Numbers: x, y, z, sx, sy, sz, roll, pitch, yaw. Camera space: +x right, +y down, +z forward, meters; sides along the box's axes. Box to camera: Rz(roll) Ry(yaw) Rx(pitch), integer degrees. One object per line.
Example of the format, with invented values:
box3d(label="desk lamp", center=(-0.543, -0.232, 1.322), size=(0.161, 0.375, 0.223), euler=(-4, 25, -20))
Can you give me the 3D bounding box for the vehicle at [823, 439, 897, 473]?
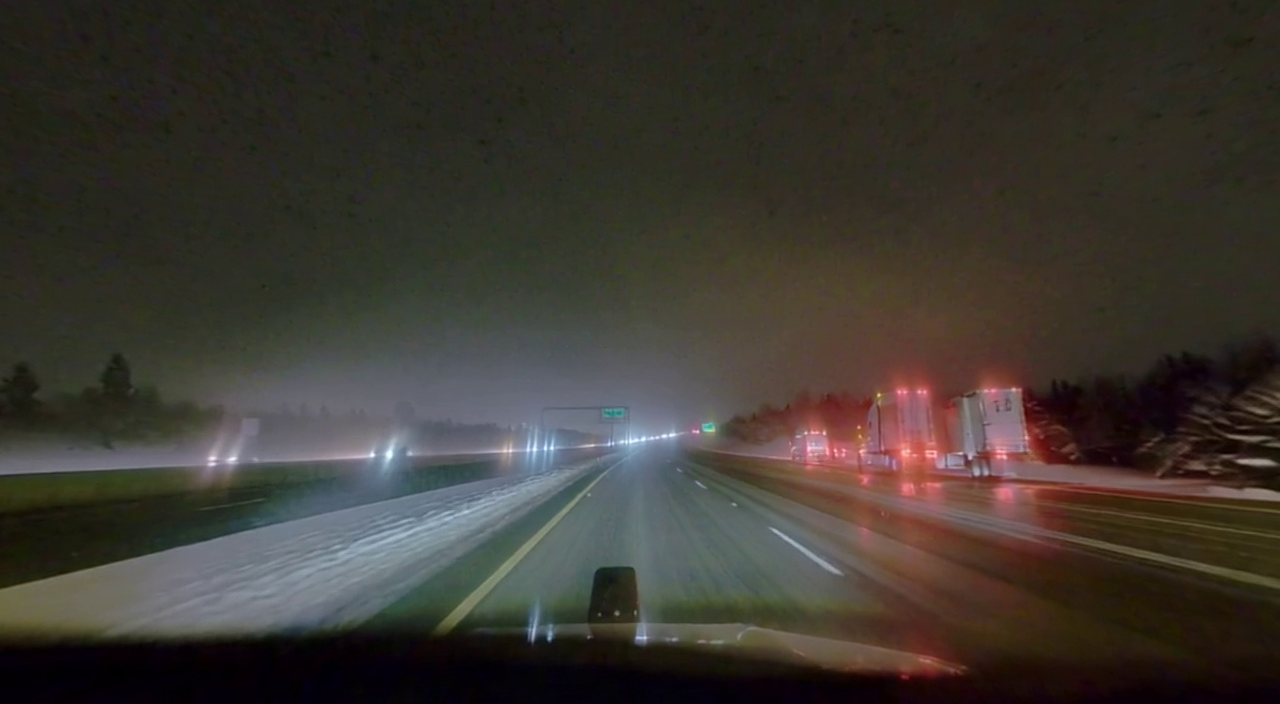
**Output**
box3d(label="vehicle", center=(11.253, 5.344, 32.727), size=(2.229, 1.599, 4.253), euler=(0, -8, -1))
